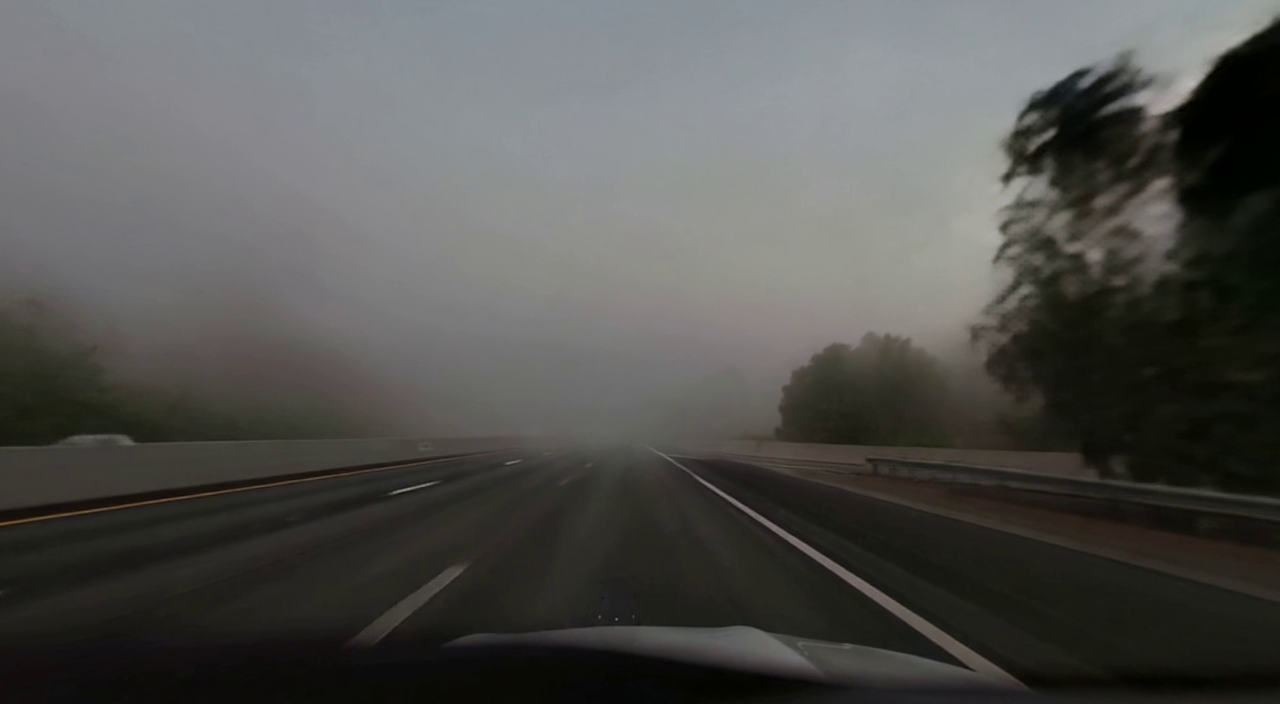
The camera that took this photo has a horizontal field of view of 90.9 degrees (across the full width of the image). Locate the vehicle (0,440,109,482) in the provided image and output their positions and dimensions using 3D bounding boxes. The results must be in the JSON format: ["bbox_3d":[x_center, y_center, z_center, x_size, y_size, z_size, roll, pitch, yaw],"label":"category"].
[{"bbox_3d":[-22.584,4.030,23.707,1.782,1.427,3.949,0,-8,0],"label":"vehicle"}]
